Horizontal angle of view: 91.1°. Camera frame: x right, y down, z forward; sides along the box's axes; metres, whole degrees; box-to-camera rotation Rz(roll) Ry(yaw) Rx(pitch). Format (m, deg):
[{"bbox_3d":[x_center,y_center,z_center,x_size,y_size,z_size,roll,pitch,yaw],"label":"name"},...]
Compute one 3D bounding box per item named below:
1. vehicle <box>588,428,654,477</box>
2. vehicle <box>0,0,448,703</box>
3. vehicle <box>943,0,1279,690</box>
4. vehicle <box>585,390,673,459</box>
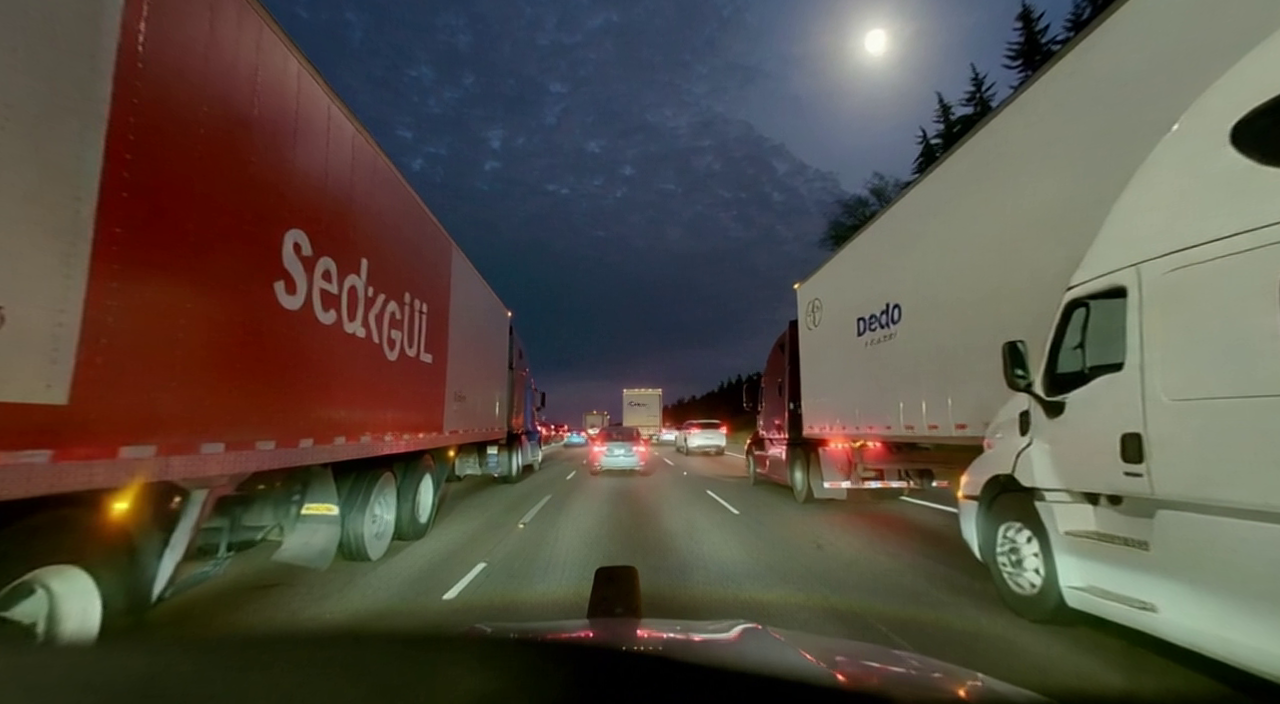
[{"bbox_3d":[-0.789,3.527,22.370,2.060,1.540,4.374,1,-8,-5],"label":"vehicle"},{"bbox_3d":[-3.777,-0.010,3.597,2.822,3.788,8.799,0,-8,-2],"label":"vehicle"},{"bbox_3d":[5.261,-0.166,3.379,2.992,3.986,5.841,3,-8,-21],"label":"vehicle"},{"bbox_3d":[-1.258,5.321,45.137,2.899,4.112,13.912,2,-8,-15],"label":"vehicle"}]
